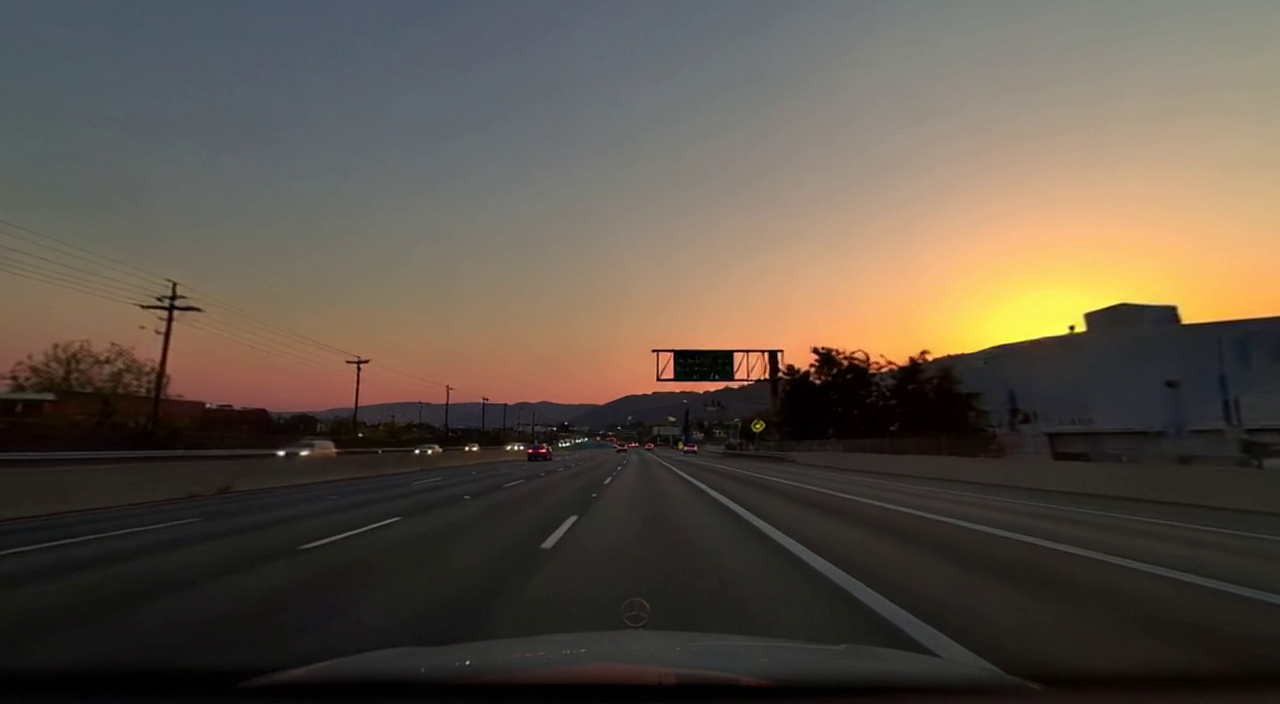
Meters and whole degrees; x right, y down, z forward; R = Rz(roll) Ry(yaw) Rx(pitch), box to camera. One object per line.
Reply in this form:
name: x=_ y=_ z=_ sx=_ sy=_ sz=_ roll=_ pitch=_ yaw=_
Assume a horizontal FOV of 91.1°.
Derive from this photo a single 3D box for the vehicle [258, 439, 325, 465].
vehicle: x=-25.323 y=7.301 z=45.815 sx=2.080 sy=1.769 sz=4.677 roll=0 pitch=-9 yaw=1
